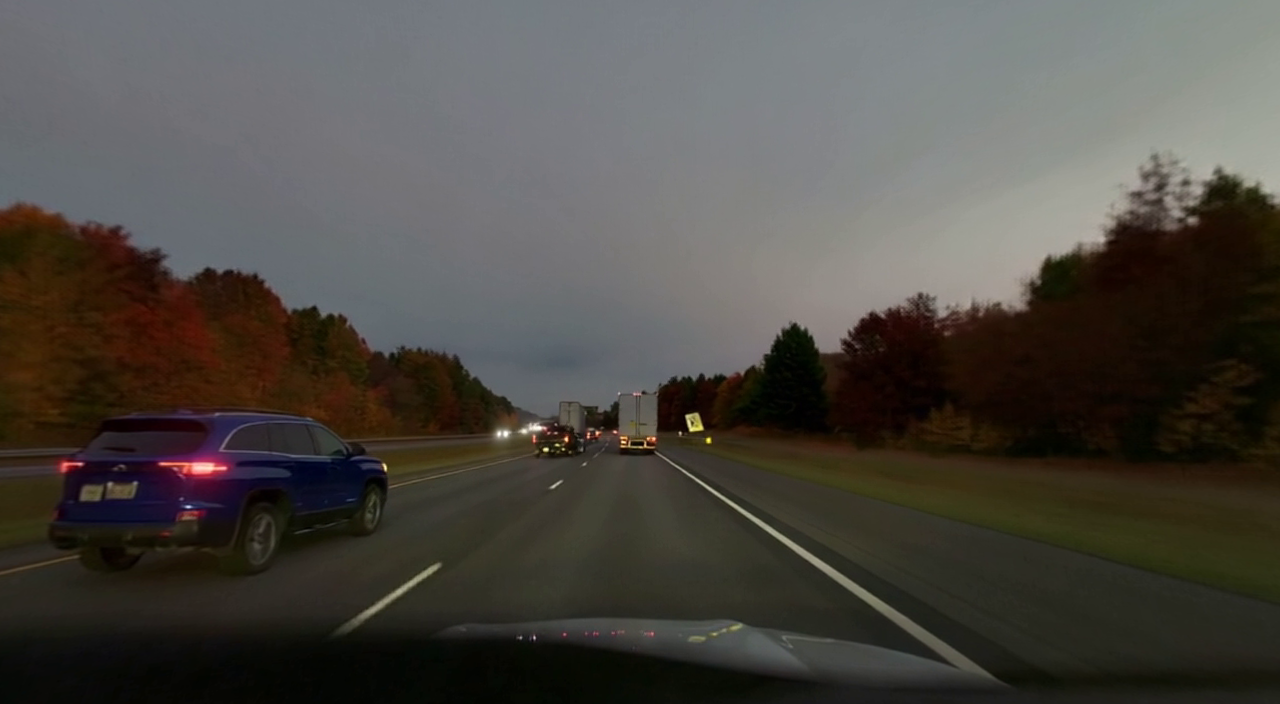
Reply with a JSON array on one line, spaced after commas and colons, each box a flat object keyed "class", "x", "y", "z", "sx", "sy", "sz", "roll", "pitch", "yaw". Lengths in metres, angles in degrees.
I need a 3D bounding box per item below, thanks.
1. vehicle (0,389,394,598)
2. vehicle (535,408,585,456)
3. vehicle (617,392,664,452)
[{"class": "vehicle", "x": -4.820, "y": 1.431, "z": 7.354, "sx": 2.089, "sy": 1.669, "sz": 4.515, "roll": 0, "pitch": -8, "yaw": -1}, {"class": "vehicle", "x": -4.868, "y": 4.991, "z": 39.195, "sx": 2.383, "sy": 2.726, "sz": 5.677, "roll": 0, "pitch": -8, "yaw": 0}, {"class": "vehicle", "x": -0.097, "y": 5.209, "z": 45.806, "sx": 3.078, "sy": 3.955, "sz": 8.774, "roll": 0, "pitch": -8, "yaw": -2}]
